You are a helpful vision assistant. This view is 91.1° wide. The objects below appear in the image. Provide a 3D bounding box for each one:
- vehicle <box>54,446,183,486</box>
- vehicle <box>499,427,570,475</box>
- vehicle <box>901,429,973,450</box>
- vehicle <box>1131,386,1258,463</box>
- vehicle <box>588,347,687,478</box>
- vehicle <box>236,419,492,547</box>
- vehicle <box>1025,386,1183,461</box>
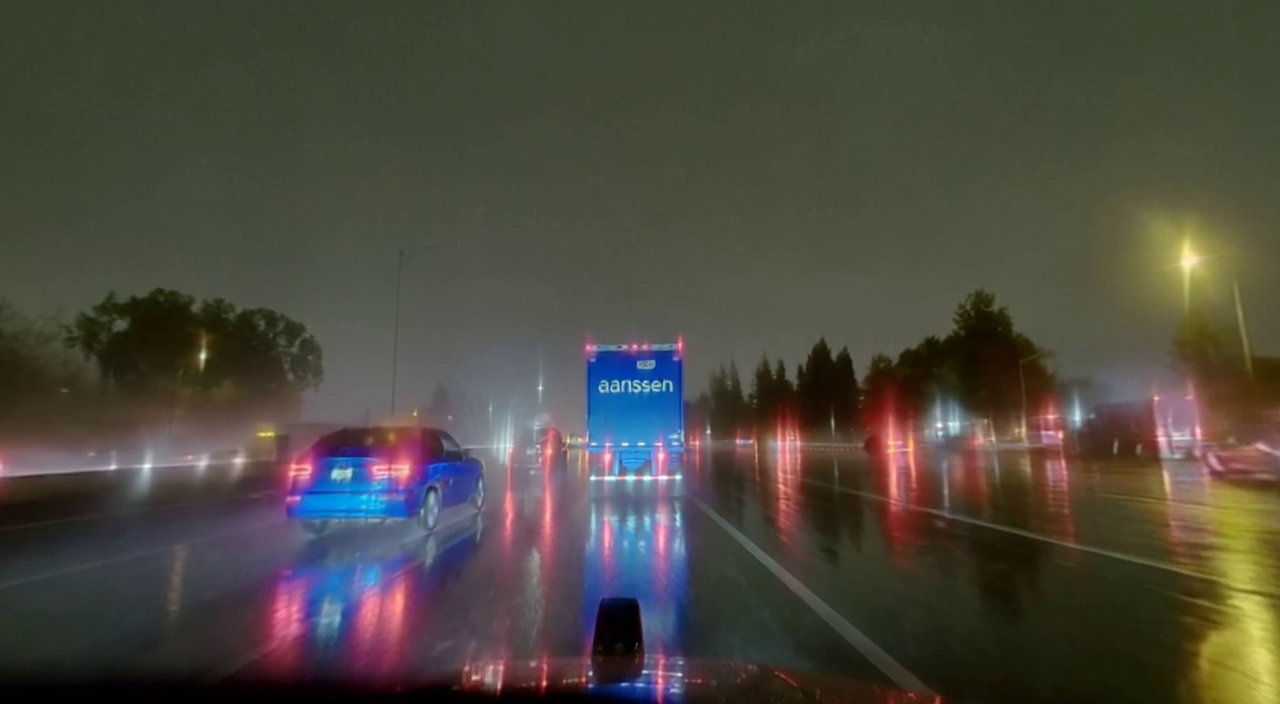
[{"bbox_3d":[-22.727,4.948,27.664,2.036,1.530,4.215,0,-8,1],"label":"vehicle"},{"bbox_3d":[-3.825,3.652,23.462,1.946,1.599,4.073,0,-8,0],"label":"vehicle"},{"bbox_3d":[21.921,6.481,46.442,4.324,1.489,2.017,-8,-11,44],"label":"vehicle"},{"bbox_3d":[19.519,2.590,22.296,1.658,2.523,2.851,0,-8,-2],"label":"vehicle"},{"bbox_3d":[-0.171,2.658,25.809,3.171,4.204,11.036,0,-8,-1],"label":"vehicle"},{"bbox_3d":[-3.794,1.852,9.692,1.964,1.507,4.361,0,-8,0],"label":"vehicle"},{"bbox_3d":[18.912,3.010,26.103,2.432,2.753,5.388,0,-8,1],"label":"vehicle"}]
